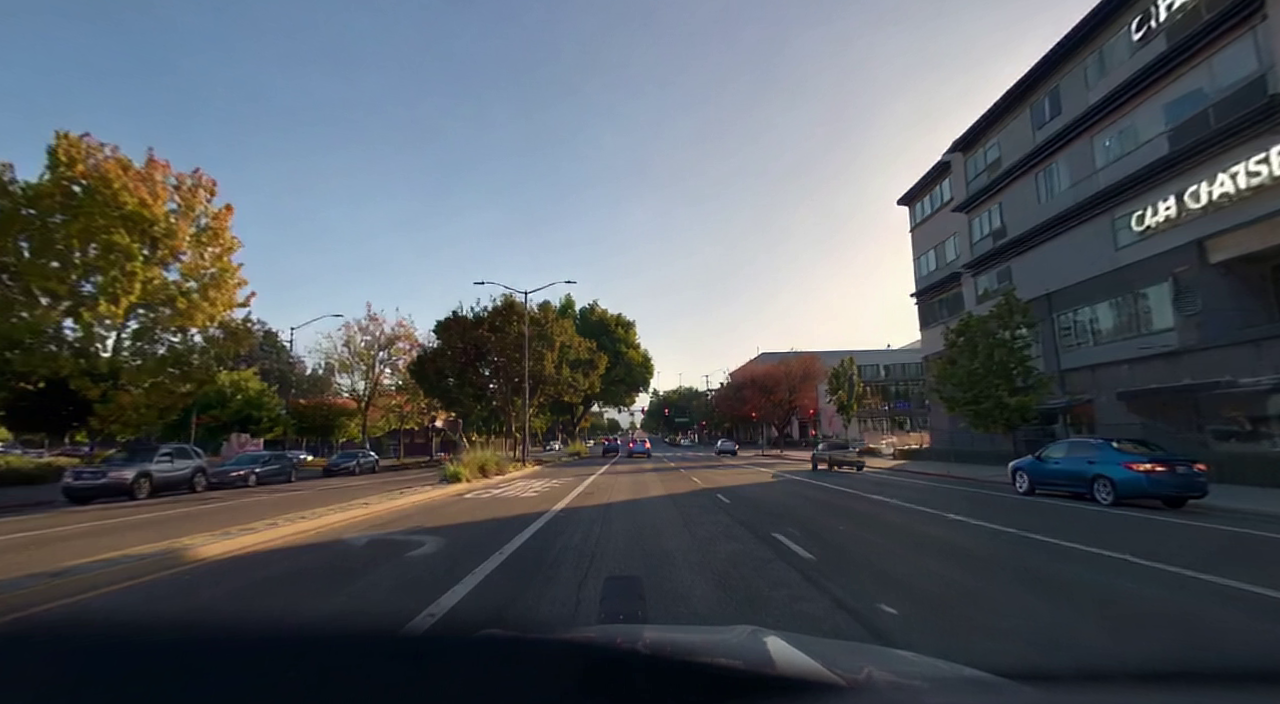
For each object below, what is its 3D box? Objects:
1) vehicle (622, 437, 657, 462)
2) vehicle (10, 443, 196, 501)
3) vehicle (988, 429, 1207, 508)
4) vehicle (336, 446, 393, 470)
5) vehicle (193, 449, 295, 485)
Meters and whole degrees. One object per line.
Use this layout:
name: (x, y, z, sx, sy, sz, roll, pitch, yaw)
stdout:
vehicle: (-0.048, 6.149, 39.914, 2.097, 1.480, 4.006, 0, -8, 0)
vehicle: (-18.166, 4.026, 21.757, 1.979, 1.770, 4.703, -1, -8, 5)
vehicle: (9.898, 2.532, 14.163, 1.824, 1.483, 4.003, 0, -8, -1)
vehicle: (-18.028, 6.948, 41.535, 1.865, 1.460, 4.693, 0, -8, -3)
vehicle: (-17.956, 5.190, 28.908, 1.824, 1.453, 4.433, 0, -8, -1)
